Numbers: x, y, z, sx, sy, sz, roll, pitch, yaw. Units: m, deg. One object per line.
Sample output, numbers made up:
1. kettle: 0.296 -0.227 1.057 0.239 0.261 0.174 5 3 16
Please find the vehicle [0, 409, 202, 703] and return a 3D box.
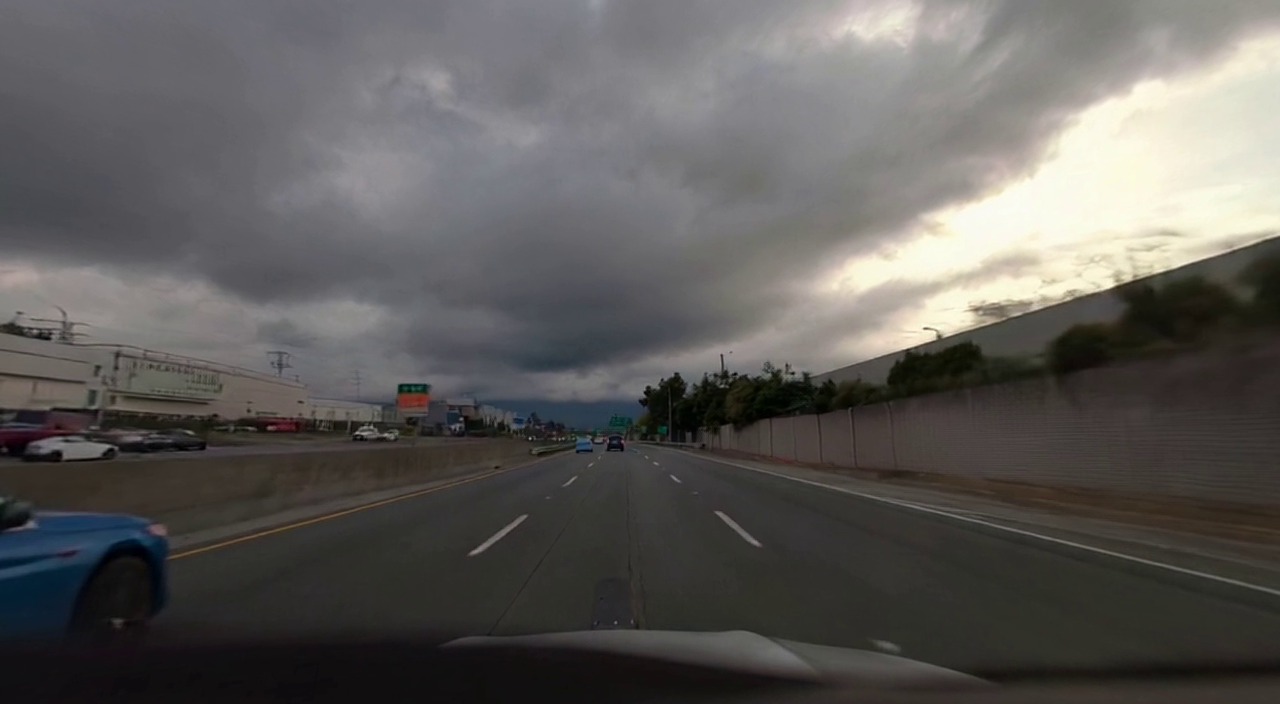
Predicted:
1. vehicle: -3.659 0.860 1.756 1.916 1.451 4.166 0 -8 -1
